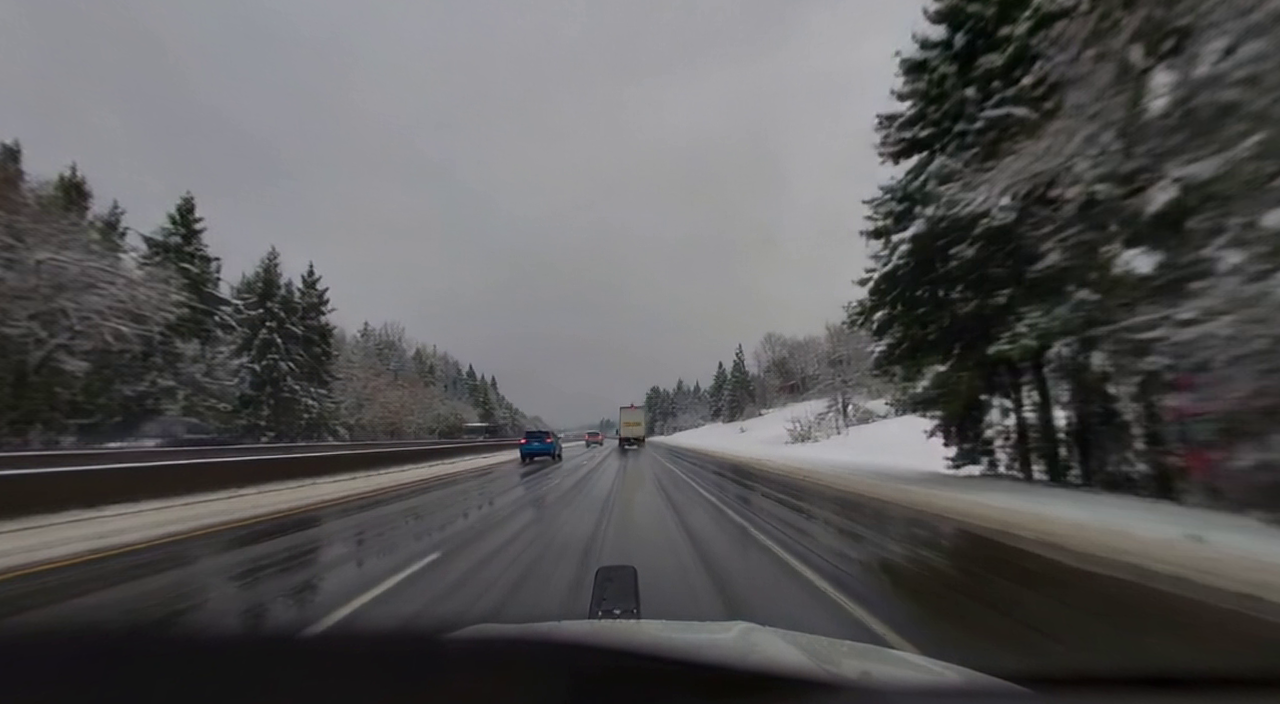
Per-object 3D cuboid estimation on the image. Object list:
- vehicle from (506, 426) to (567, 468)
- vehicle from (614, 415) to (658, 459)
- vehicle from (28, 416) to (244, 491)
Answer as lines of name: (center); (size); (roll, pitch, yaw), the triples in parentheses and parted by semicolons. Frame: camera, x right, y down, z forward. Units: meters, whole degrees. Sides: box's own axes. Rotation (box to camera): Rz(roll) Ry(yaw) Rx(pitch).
vehicle: (-4.551, 4.236, 28.403); (2.049, 1.726, 4.291); (0, -8, 0)
vehicle: (-0.299, 5.239, 39.003); (2.526, 2.531, 5.026); (0, -8, -1)
vehicle: (-13.219, 2.674, 17.018); (2.137, 1.726, 4.503); (0, -8, -1)
